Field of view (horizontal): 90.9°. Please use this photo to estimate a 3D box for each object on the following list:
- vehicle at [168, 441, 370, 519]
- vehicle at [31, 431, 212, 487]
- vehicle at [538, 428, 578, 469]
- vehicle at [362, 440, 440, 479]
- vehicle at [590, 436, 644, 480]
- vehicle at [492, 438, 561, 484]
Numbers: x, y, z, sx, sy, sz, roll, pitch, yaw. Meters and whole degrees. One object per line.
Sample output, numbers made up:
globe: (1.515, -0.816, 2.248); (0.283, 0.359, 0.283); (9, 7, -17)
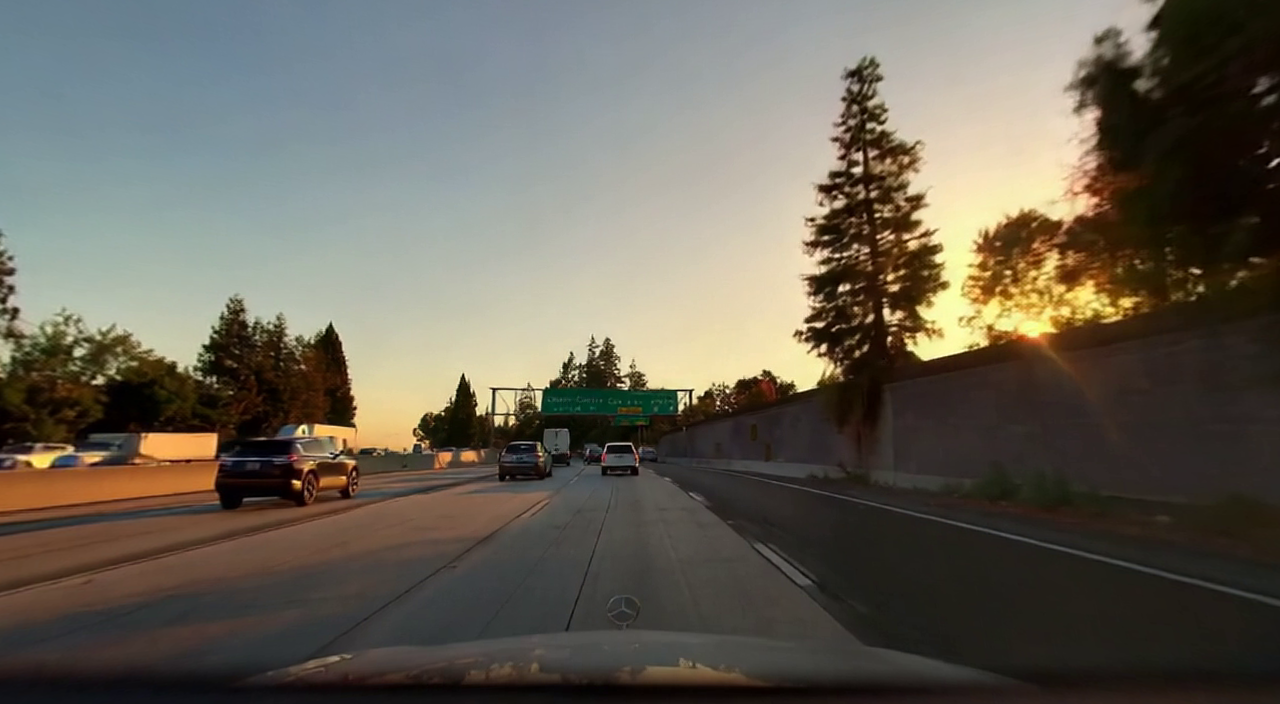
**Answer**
vehicle: (-7.975, 2.753, 14.183); (1.896, 1.465, 4.399); (0, -8, -1)
vehicle: (-16.089, 3.339, 19.964); (1.973, 1.553, 4.504); (0, -8, -2)
vehicle: (-5.624, 6.715, 44.134); (2.279, 2.672, 5.256); (0, -8, -2)
vehicle: (-11.933, 5.381, 31.905); (2.079, 1.807, 5.187); (0, -8, -2)
vehicle: (-0.983, 4.409, 26.515); (2.092, 1.671, 3.772); (0, -8, -2)
vehicle: (-4.338, 4.209, 24.753); (2.005, 1.631, 4.295); (0, -8, -1)
